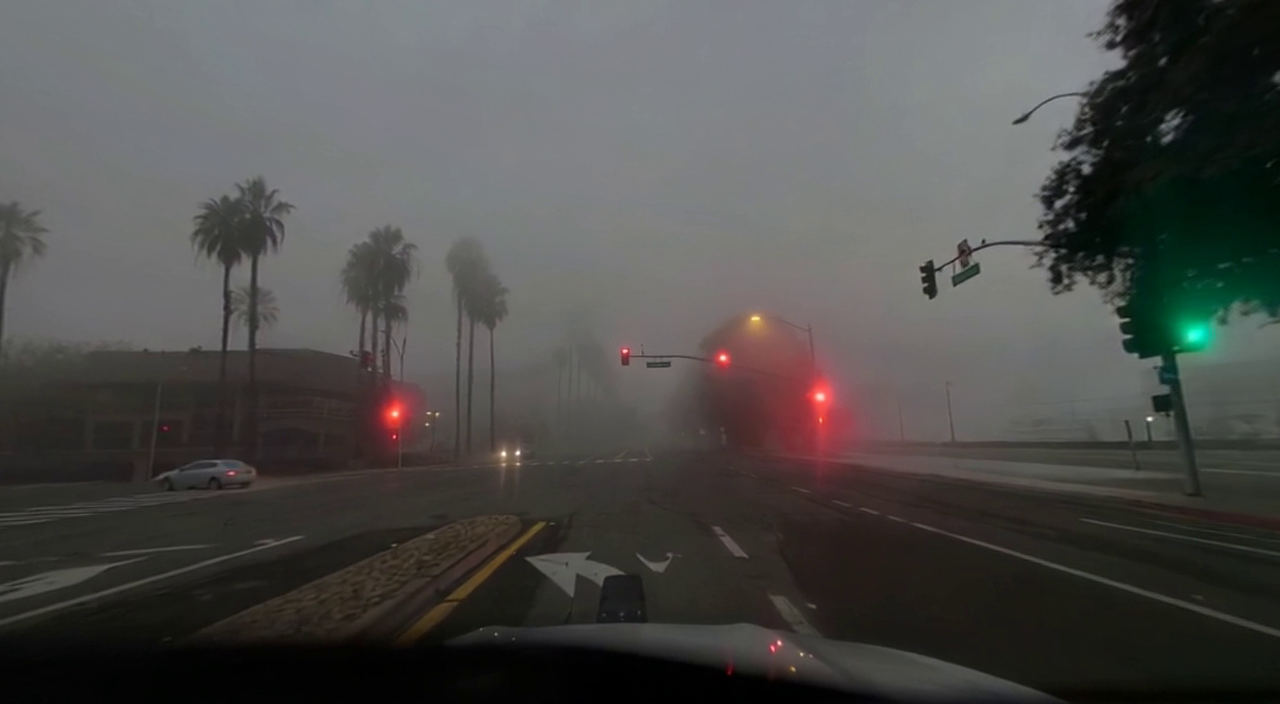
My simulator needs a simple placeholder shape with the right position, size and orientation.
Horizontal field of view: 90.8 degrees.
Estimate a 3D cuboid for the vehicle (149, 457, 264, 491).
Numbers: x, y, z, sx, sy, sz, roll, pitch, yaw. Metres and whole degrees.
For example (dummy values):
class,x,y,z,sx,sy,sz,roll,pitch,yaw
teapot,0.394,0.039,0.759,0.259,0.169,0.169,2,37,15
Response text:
class,x,y,z,sx,sy,sz,roll,pitch,yaw
vehicle,-20.785,5.822,30.347,4.386,1.481,2.037,-2,-9,13
